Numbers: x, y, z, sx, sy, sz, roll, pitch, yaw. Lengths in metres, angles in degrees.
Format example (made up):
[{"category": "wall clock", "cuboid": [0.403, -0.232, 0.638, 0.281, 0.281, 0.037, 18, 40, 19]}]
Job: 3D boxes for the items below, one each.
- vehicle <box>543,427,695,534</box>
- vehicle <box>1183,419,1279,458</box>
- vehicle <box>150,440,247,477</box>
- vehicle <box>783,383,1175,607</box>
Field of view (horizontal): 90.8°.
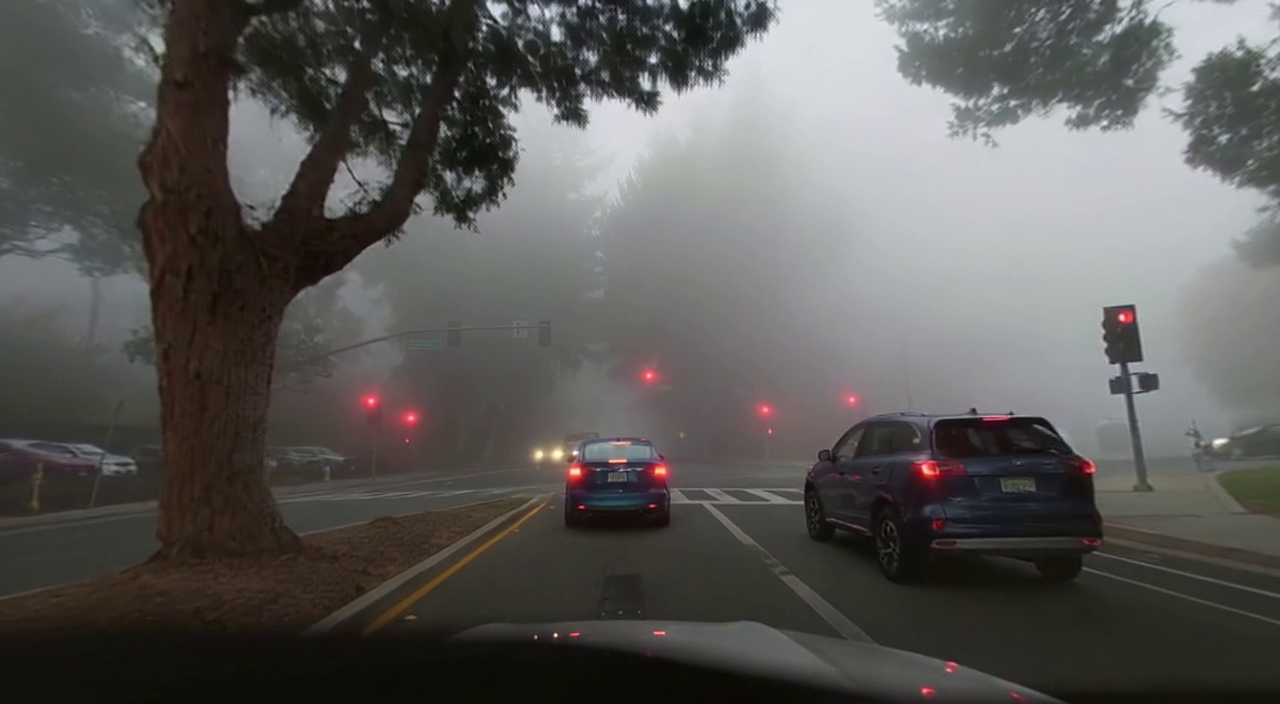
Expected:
[{"category": "vehicle", "cuboid": [-0.328, 2.202, 11.484, 2.177, 1.512, 4.682, 0, -8, -1]}, {"category": "vehicle", "cuboid": [34.495, 4.794, 34.813, 6.226, 2.061, 2.527, -2, -9, 14]}, {"category": "vehicle", "cuboid": [-28.516, 6.886, 40.921, 4.943, 2.110, 2.217, 4, -10, -35]}, {"category": "vehicle", "cuboid": [3.192, 1.459, 7.271, 2.046, 1.768, 4.370, 0, -8, 0]}]
